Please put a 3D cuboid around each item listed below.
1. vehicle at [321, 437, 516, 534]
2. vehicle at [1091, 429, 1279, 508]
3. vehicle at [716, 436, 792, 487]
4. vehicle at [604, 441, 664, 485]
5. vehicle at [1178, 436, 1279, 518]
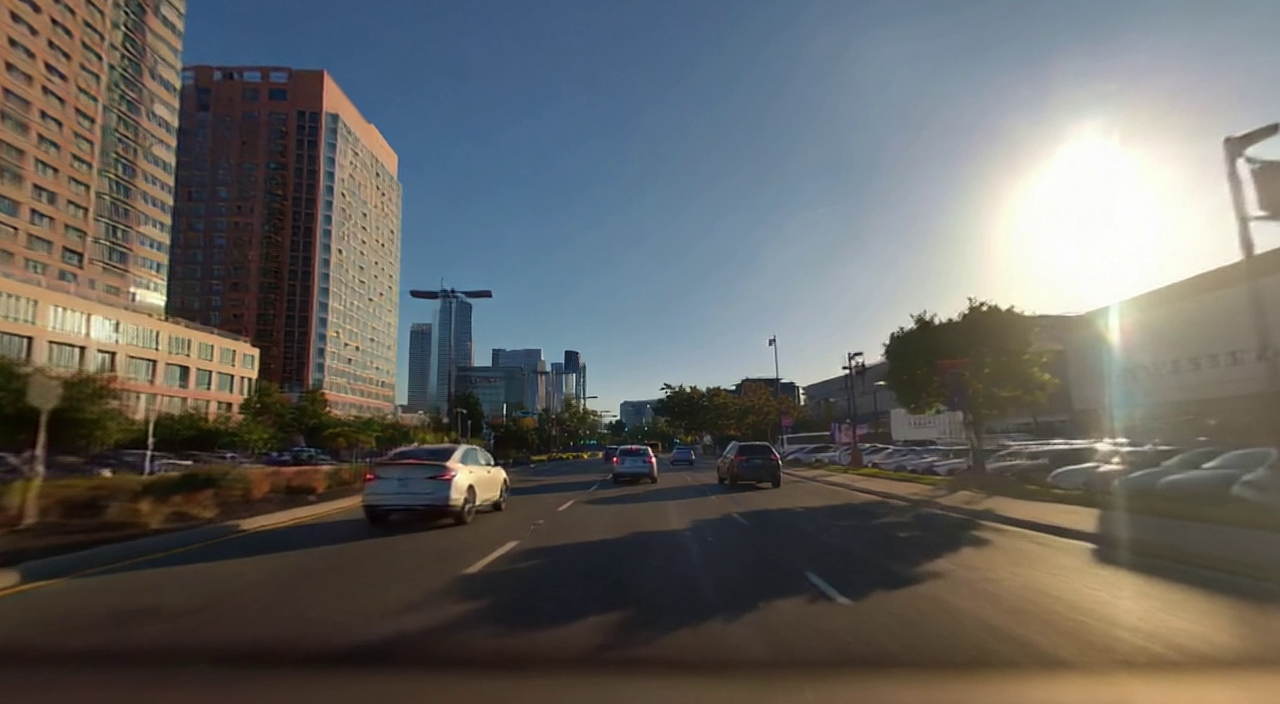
[{"bbox_3d":[-3.879,2.409,12.078,2.029,1.482,4.591,0,-8,1],"label":"vehicle"},{"bbox_3d":[13.836,2.829,15.785,4.331,1.728,2.036,3,-9,-23],"label":"vehicle"},{"bbox_3d":[4.076,3.987,23.227,2.007,1.683,4.171,0,-8,0],"label":"vehicle"},{"bbox_3d":[-0.177,4.130,23.765,2.059,1.477,3.988,0,-8,1],"label":"vehicle"},{"bbox_3d":[13.324,2.450,12.739,4.282,1.469,2.035,4,-9,-26],"label":"vehicle"}]
